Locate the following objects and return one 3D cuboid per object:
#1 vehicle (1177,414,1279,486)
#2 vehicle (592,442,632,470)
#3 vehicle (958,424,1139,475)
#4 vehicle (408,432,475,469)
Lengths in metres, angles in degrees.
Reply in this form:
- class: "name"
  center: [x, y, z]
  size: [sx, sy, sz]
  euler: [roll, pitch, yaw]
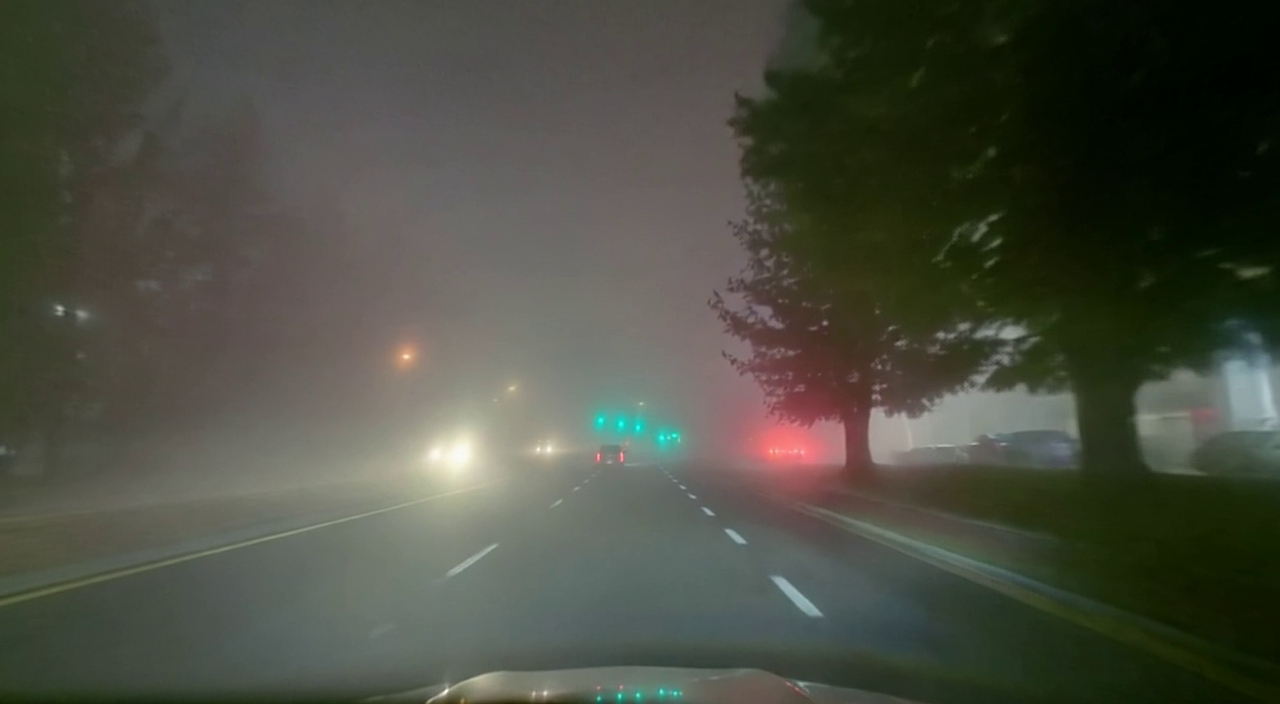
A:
- class: "vehicle"
  center: [16.779, 2.491, 16.101]
  size: [4.564, 1.663, 2.033]
  euler: [1, -9, -8]
- class: "vehicle"
  center: [-1.565, 6.015, 36.891]
  size: [2.011, 1.498, 4.914]
  euler: [0, -8, 1]
- class: "vehicle"
  center: [15.484, 3.701, 24.099]
  size: [5.604, 1.833, 2.128]
  euler: [1, -9, -7]
- class: "vehicle"
  center: [-11.456, 5.750, 36.941]
  size: [2.193, 1.977, 5.481]
  euler: [0, -8, 0]
